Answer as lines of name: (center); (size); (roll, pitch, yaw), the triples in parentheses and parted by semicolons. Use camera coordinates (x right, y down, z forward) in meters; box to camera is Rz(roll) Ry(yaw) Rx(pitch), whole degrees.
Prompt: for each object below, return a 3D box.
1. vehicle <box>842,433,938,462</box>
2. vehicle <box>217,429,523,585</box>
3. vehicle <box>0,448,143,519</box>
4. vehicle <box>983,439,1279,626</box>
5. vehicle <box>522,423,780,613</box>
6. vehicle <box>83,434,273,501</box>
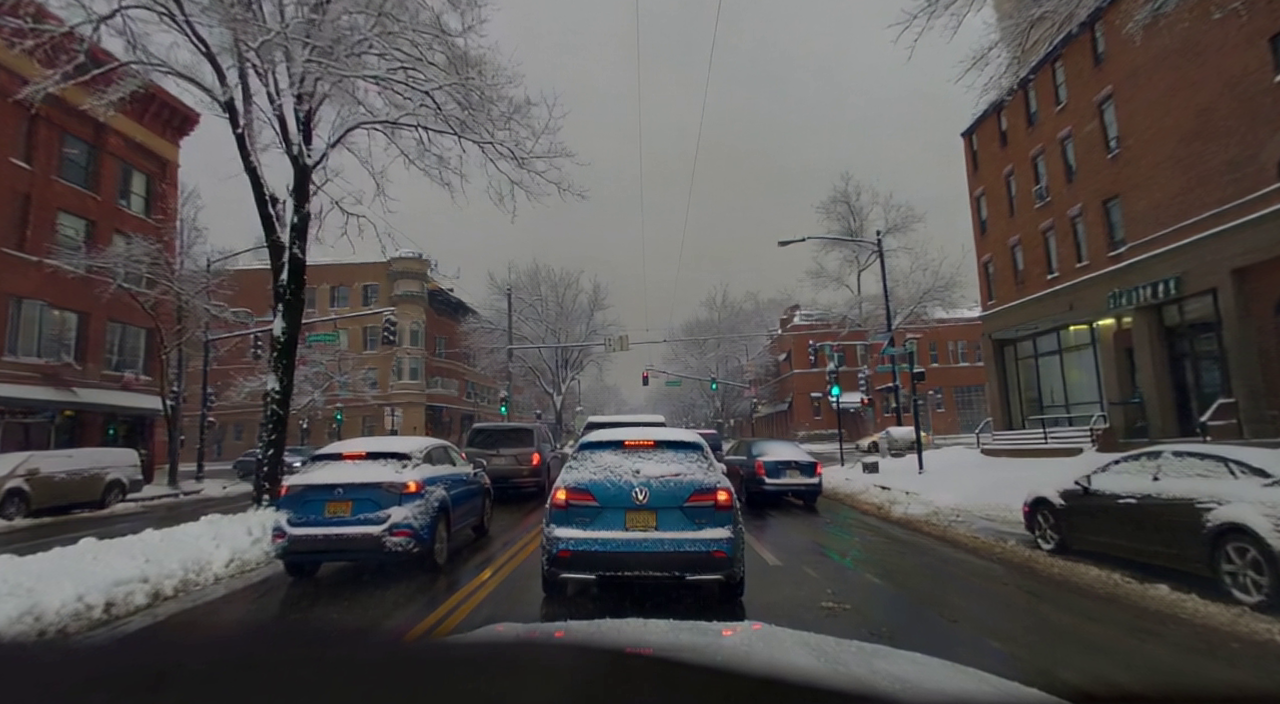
vehicle: (16.361, 6.276, 41.510); (5.345, 1.811, 2.175); (0, -9, -1)
vehicle: (-3.000, 1.815, 8.216); (2.131, 1.486, 4.089); (0, -9, 1)
vehicle: (-16.236, 3.445, 17.010); (1.914, 1.690, 4.461); (0, -9, 1)
vehicle: (5.967, 1.703, 6.878); (1.873, 1.453, 4.579); (0, -9, 0)
vehicle: (0.084, 1.584, 6.828); (2.022, 1.481, 3.564); (0, -9, 0)
vehicle: (-16.160, 4.059, 22.665); (2.195, 2.053, 5.980); (0, -9, 1)
